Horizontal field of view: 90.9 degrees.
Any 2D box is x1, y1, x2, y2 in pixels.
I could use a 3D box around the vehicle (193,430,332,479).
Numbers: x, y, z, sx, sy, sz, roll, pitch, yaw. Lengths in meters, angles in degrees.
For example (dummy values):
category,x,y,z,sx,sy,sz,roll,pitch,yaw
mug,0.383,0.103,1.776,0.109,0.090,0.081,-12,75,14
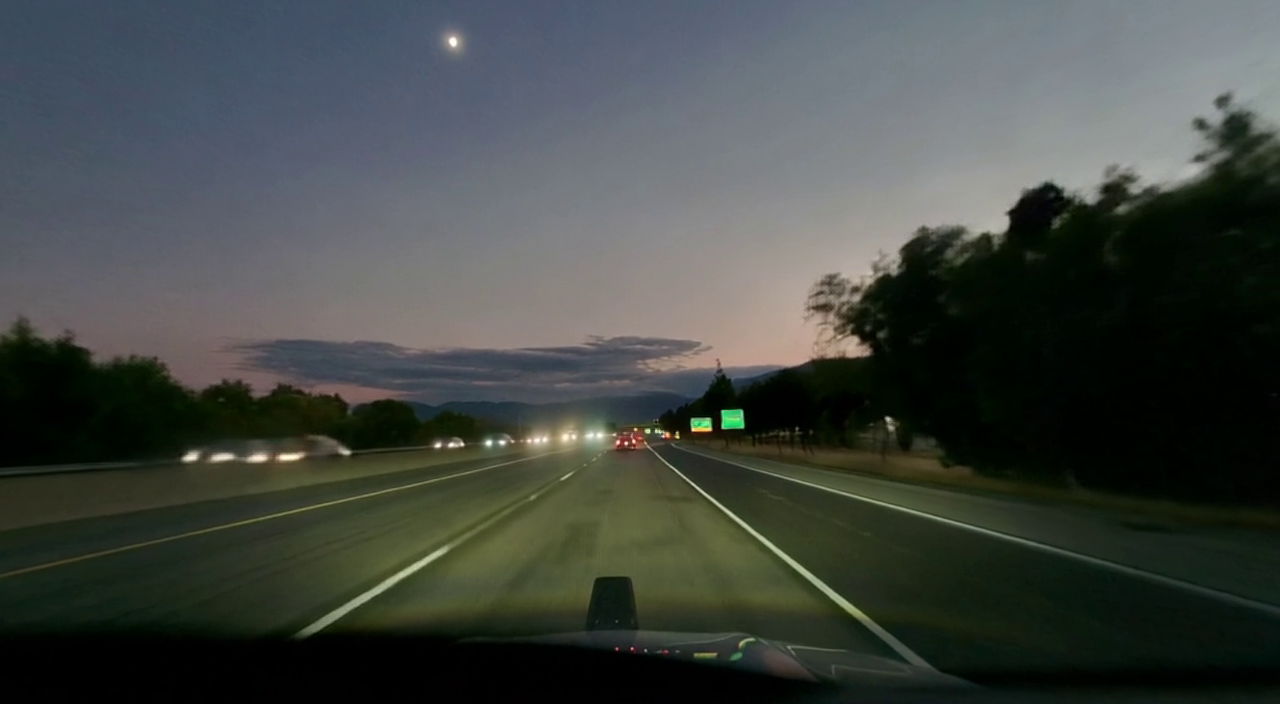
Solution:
category,x,y,z,sx,sy,sz,roll,pitch,yaw
vehicle,-12.828,3.484,21.850,1.981,1.511,4.613,0,-8,-1
